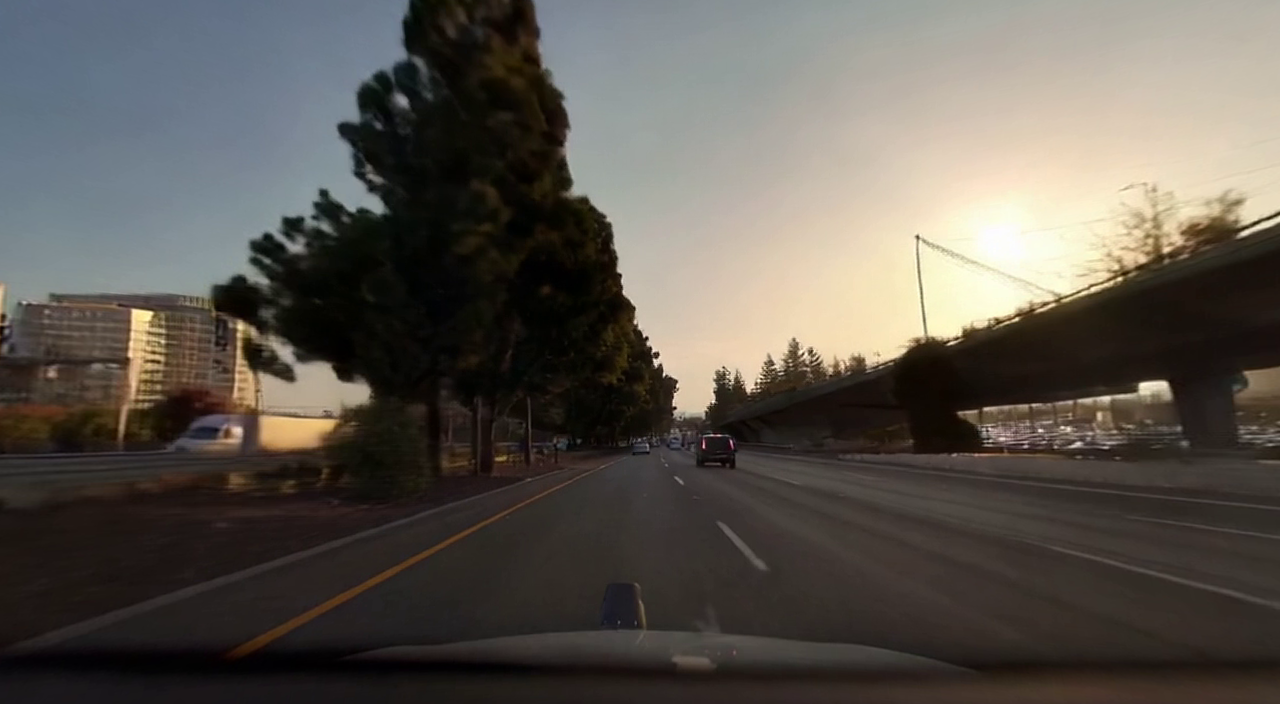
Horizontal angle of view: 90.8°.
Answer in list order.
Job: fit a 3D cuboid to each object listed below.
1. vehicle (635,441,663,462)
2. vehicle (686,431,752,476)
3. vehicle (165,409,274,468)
[{"bbox_3d":[0.706,7.574,48.080,2.046,1.475,3.784,0,-9,1],"label":"vehicle"},{"bbox_3d":[3.346,4.436,27.801,2.226,1.779,4.835,0,-9,-1],"label":"vehicle"},{"bbox_3d":[-30.250,6.289,45.857,3.000,3.923,6.648,-1,-9,2],"label":"vehicle"}]
